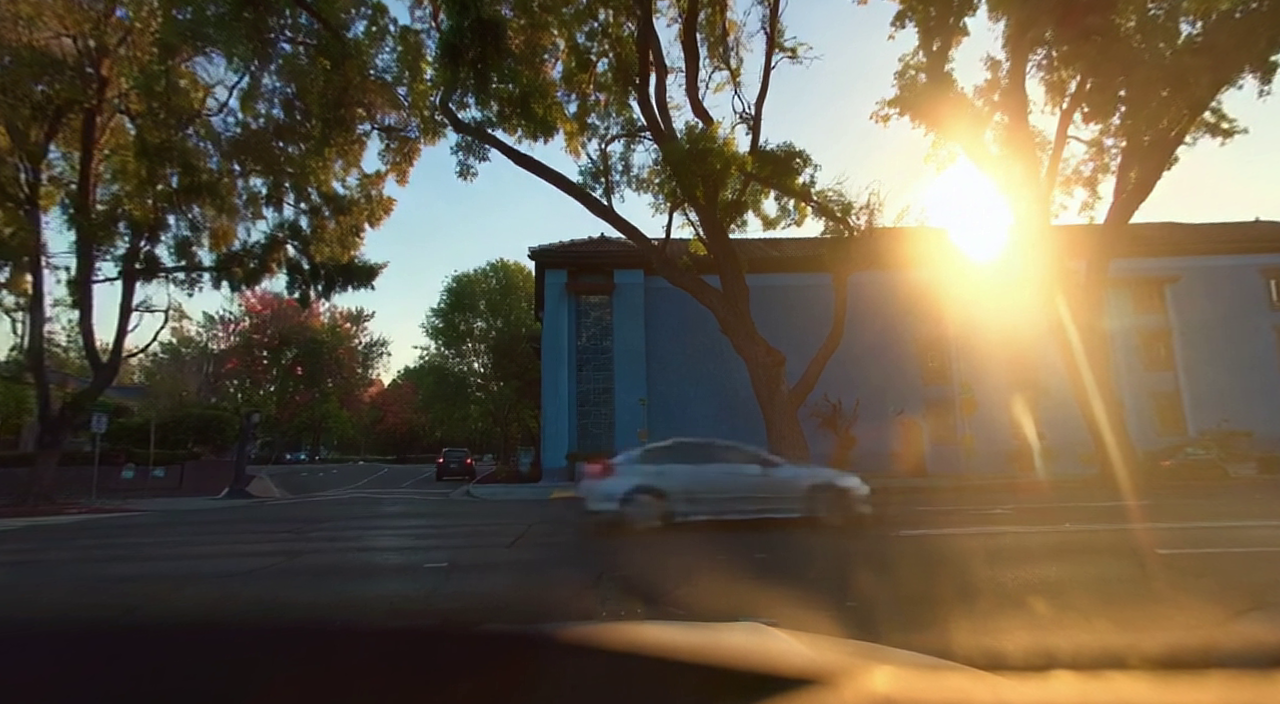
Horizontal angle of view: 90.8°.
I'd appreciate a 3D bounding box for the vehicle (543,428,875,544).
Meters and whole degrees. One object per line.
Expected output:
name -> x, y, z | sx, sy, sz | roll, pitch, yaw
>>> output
vehicle -> 0.837, 1.895, 9.394 | 4.426, 1.451, 2.124 | 1, -9, -7
